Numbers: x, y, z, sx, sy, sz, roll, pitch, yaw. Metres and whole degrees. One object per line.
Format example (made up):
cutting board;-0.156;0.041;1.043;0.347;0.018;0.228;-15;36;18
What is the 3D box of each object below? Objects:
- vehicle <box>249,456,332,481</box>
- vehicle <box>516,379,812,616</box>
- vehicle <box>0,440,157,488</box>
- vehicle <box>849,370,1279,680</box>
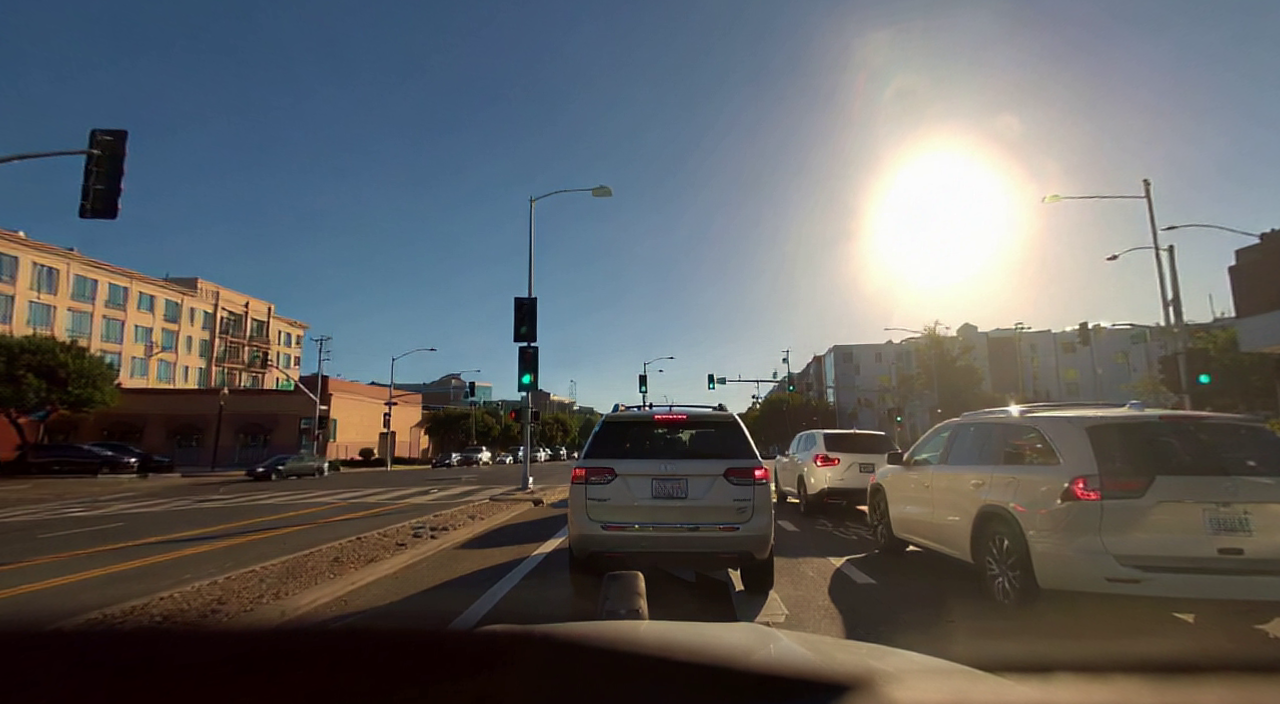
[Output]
vehicle;-21.977;7.300;39.773;4.255;1.444;1.864;6;-11;-37
vehicle;0.229;1.465;7.209;2.292;1.840;4.394;0;-9;1
vehicle;-24.575;4.842;27.542;5.062;1.946;2.243;0;-9;-1
vehicle;3.562;1.270;5.689;2.018;1.701;4.288;0;-9;2
